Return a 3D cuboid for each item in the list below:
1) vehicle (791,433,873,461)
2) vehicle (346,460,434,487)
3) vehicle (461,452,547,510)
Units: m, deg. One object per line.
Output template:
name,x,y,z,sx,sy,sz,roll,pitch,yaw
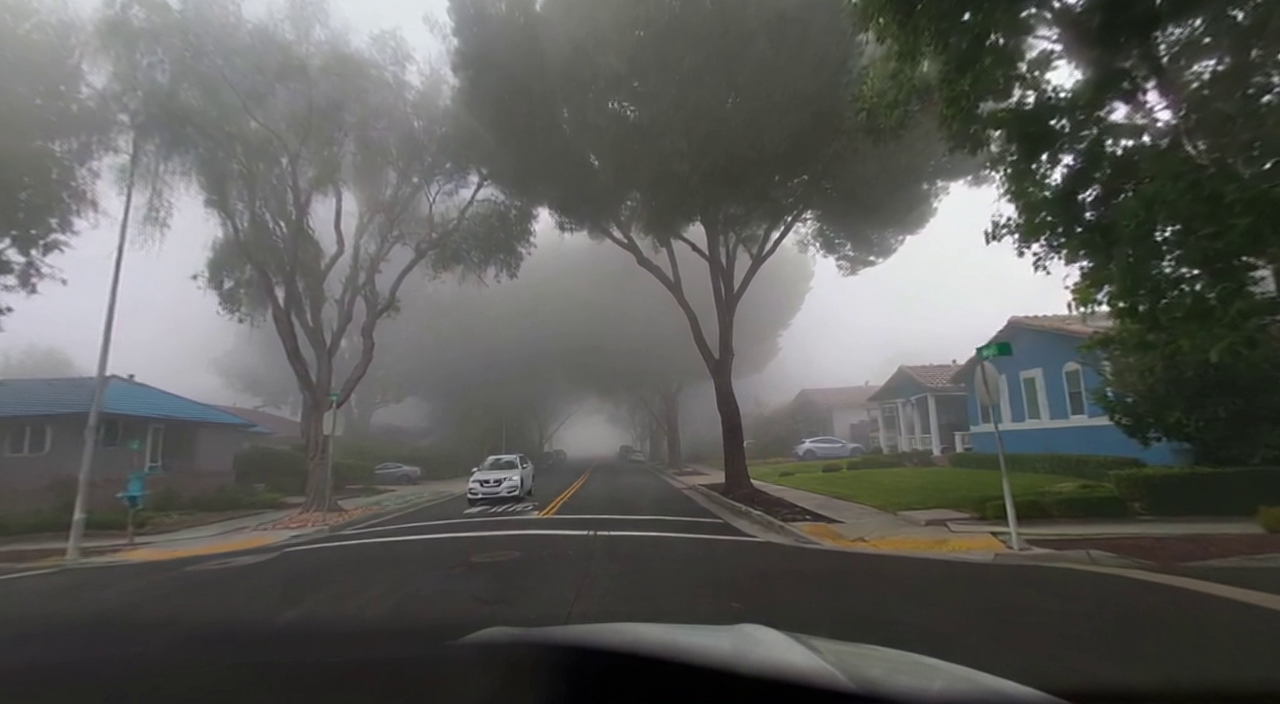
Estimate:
vehicle,11.407,5.672,37.837,4.389,1.480,2.038,-2,-6,8
vehicle,-14.920,7.258,37.748,4.487,1.464,1.889,-3,-11,8
vehicle,-4.505,4.326,21.642,1.973,1.683,4.400,0,-8,0
